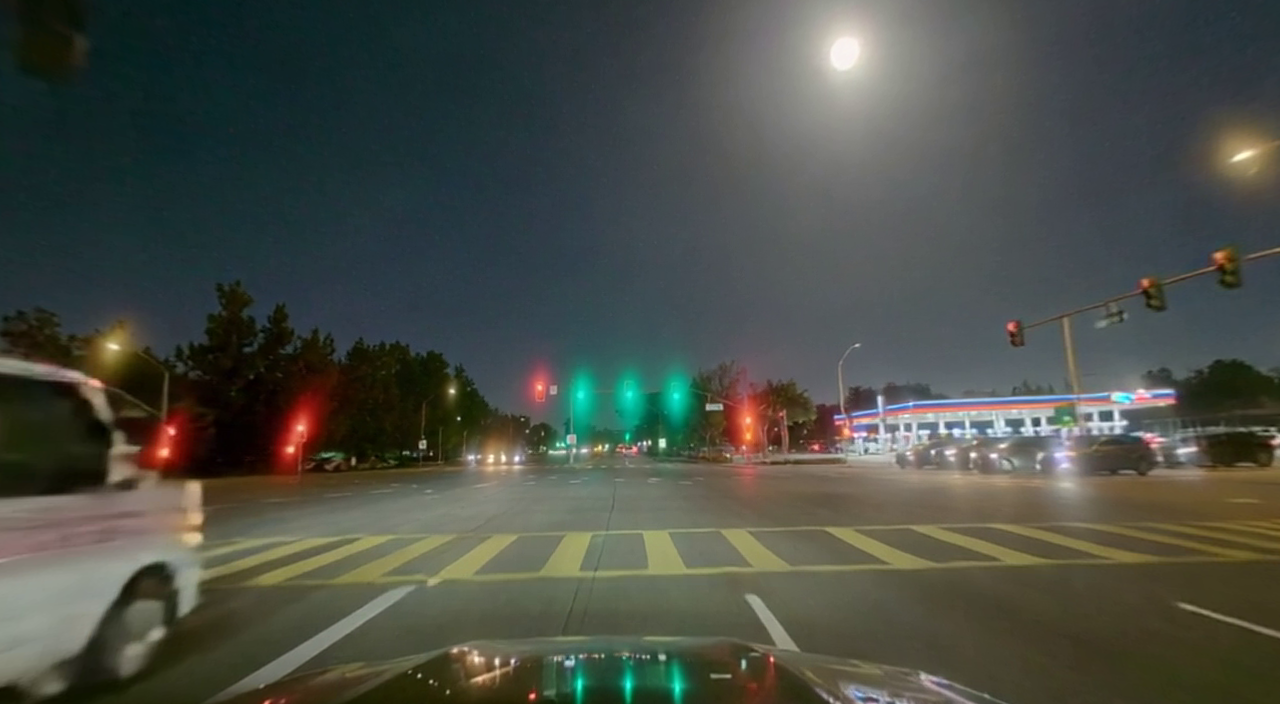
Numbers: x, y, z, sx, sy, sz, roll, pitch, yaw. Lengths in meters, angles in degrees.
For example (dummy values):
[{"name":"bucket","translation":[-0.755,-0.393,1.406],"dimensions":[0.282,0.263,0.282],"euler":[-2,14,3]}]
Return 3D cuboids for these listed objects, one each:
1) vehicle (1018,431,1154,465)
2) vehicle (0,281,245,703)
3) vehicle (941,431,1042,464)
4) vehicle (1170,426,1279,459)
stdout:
[{"name":"vehicle","translation":[20.158,4.377,28.727],"dimensions":[4.615,1.474,2.004],"euler":[0,-8,0]},{"name":"vehicle","translation":[-3.776,0.564,1.585],"dimensions":[2.206,2.007,5.190],"euler":[0,-8,0]},{"name":"vehicle","translation":[19.424,5.305,35.032],"dimensions":[4.364,1.737,1.967],"euler":[0,-8,0]},{"name":"vehicle","translation":[29.442,4.458,31.161],"dimensions":[4.768,1.525,1.919],"euler":[0,-8,0]}]
